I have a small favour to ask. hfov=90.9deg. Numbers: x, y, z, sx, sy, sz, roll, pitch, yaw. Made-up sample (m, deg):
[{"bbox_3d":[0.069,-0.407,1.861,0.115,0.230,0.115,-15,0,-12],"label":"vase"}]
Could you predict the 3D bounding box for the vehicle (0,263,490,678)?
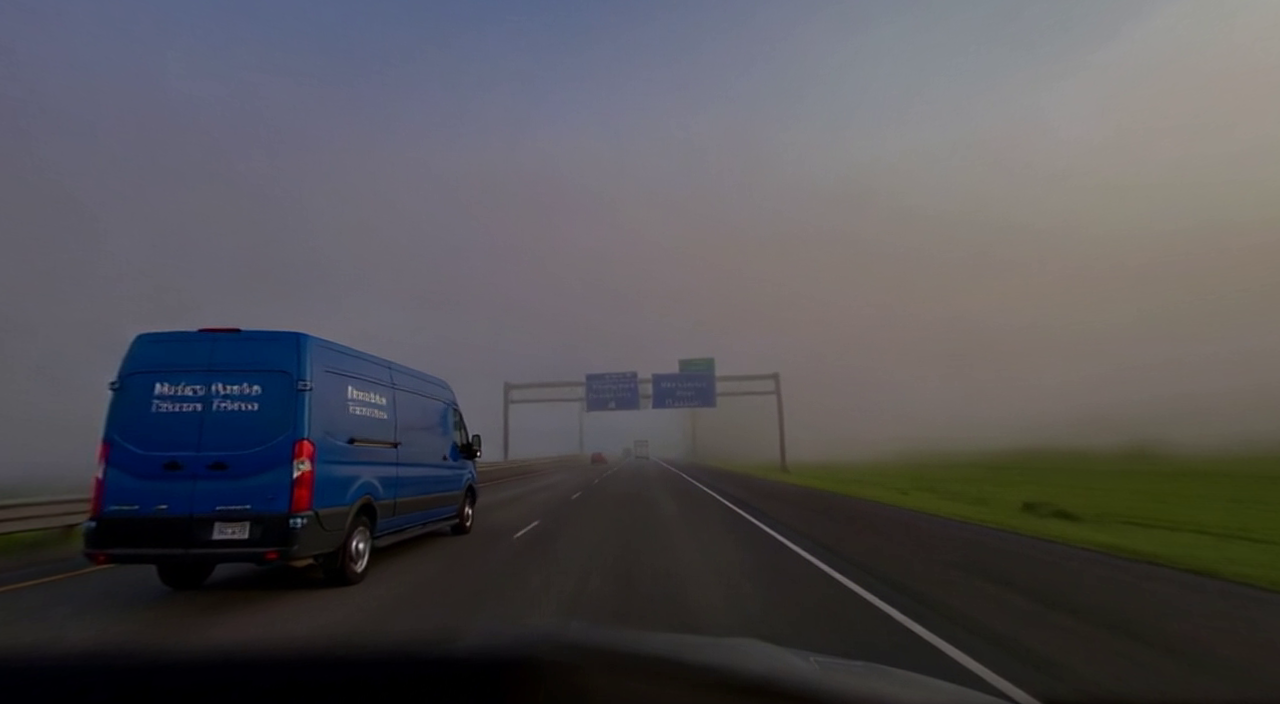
[{"bbox_3d":[-3.815,1.230,7.546,2.320,2.636,7.021,0,-9,0],"label":"vehicle"}]
